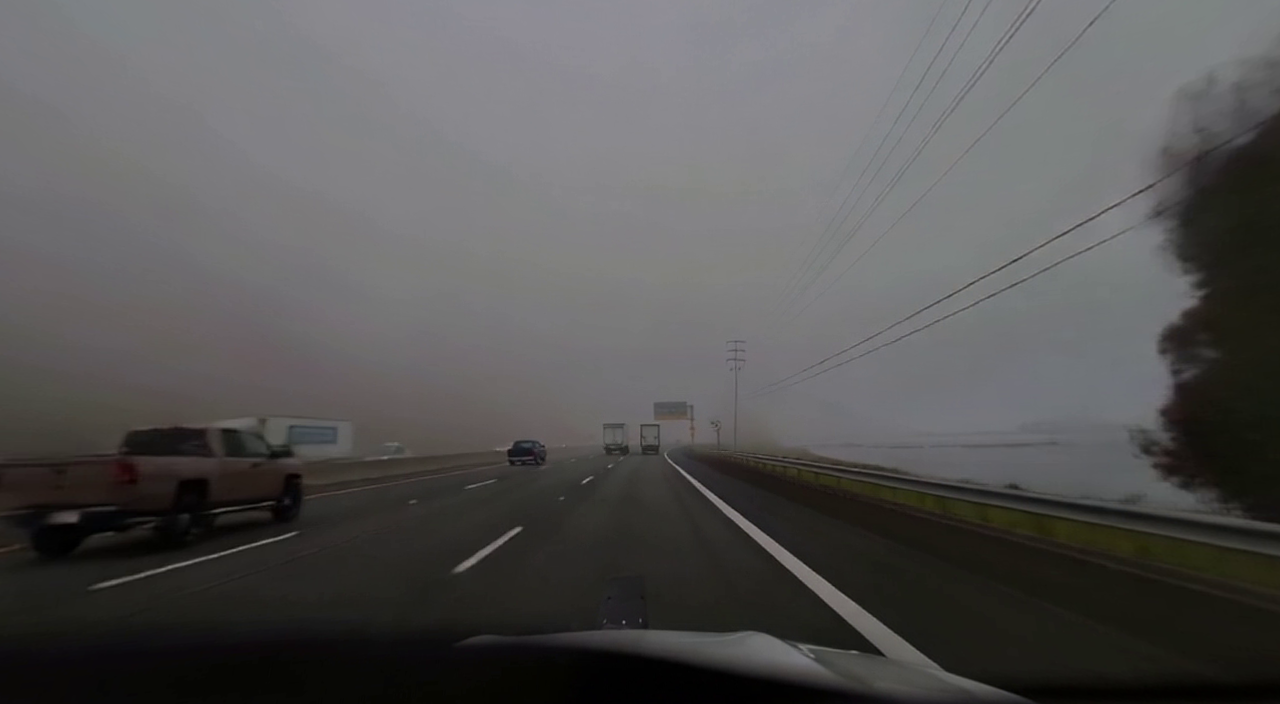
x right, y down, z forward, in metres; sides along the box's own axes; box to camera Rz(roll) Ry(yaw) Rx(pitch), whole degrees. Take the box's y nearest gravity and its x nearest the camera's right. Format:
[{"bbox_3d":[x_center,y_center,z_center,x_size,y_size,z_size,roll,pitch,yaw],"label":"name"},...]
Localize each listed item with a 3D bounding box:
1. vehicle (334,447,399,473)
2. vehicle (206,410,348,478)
[{"bbox_3d":[-16.705,6.620,38.754,1.897,1.459,4.402,0,-8,1],"label":"vehicle"},{"bbox_3d":[-24.356,6.325,43.460,2.961,4.007,11.214,0,-8,1],"label":"vehicle"}]
